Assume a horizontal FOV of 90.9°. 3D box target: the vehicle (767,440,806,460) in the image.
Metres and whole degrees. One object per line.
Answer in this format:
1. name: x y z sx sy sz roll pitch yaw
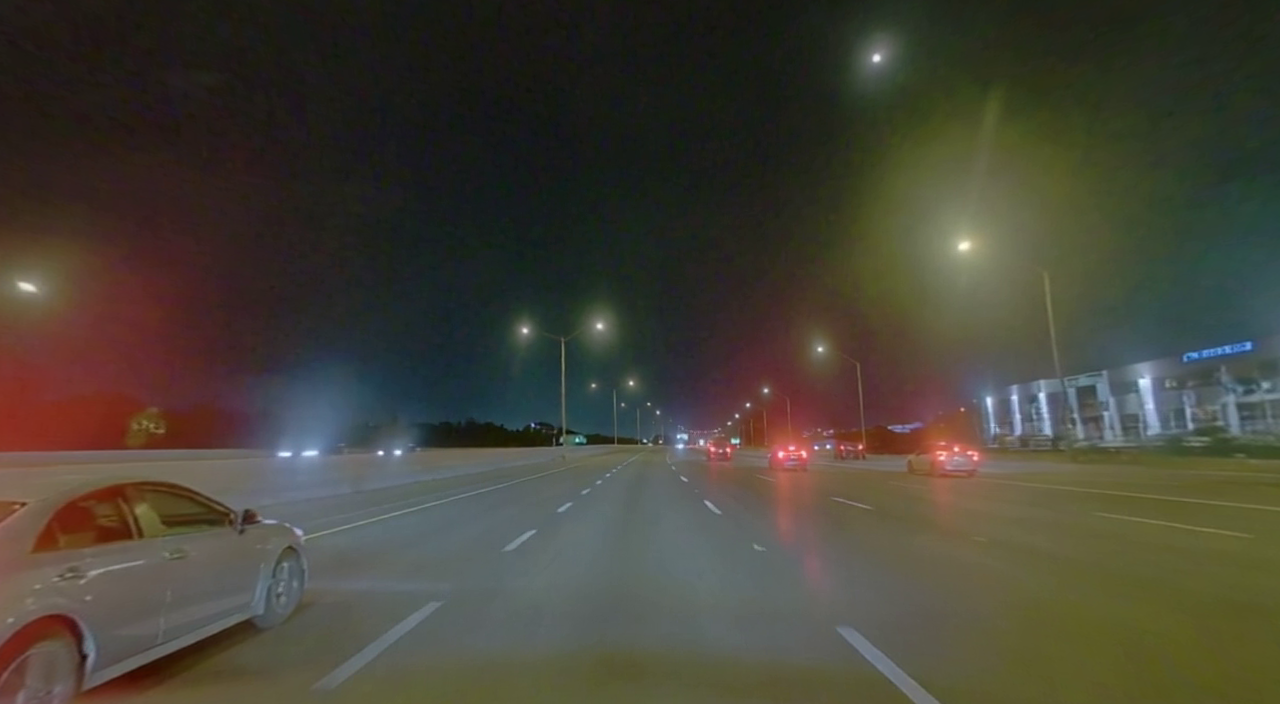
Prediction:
1. vehicle: 11.481 7.710 49.666 2.000 1.514 4.585 -1 -8 1

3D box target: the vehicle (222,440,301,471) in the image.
1. vehicle: -17.655 4.830 29.610 1.487 1.357 3.356 -1 -8 3
